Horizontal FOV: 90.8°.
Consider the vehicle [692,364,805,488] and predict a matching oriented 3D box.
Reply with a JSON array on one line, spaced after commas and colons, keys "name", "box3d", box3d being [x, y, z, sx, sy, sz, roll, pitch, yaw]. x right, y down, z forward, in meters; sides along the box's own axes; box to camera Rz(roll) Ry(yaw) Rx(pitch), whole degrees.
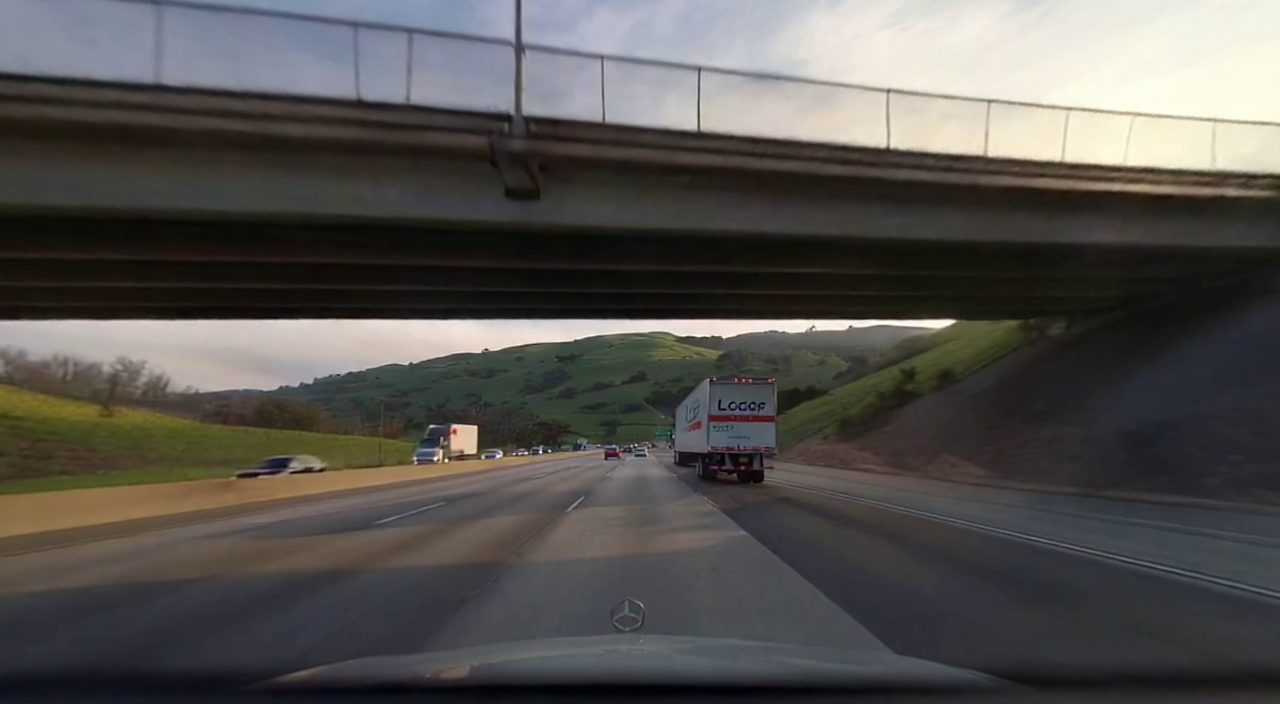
[{"name": "vehicle", "box3d": [3.827, 3.017, 24.661, 2.885, 3.992, 8.526, 0, -9, 0]}]

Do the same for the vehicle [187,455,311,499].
[{"name": "vehicle", "box3d": [-15.024, 4.795, 24.617, 1.881, 1.492, 4.598, 0, -9, 0]}]
